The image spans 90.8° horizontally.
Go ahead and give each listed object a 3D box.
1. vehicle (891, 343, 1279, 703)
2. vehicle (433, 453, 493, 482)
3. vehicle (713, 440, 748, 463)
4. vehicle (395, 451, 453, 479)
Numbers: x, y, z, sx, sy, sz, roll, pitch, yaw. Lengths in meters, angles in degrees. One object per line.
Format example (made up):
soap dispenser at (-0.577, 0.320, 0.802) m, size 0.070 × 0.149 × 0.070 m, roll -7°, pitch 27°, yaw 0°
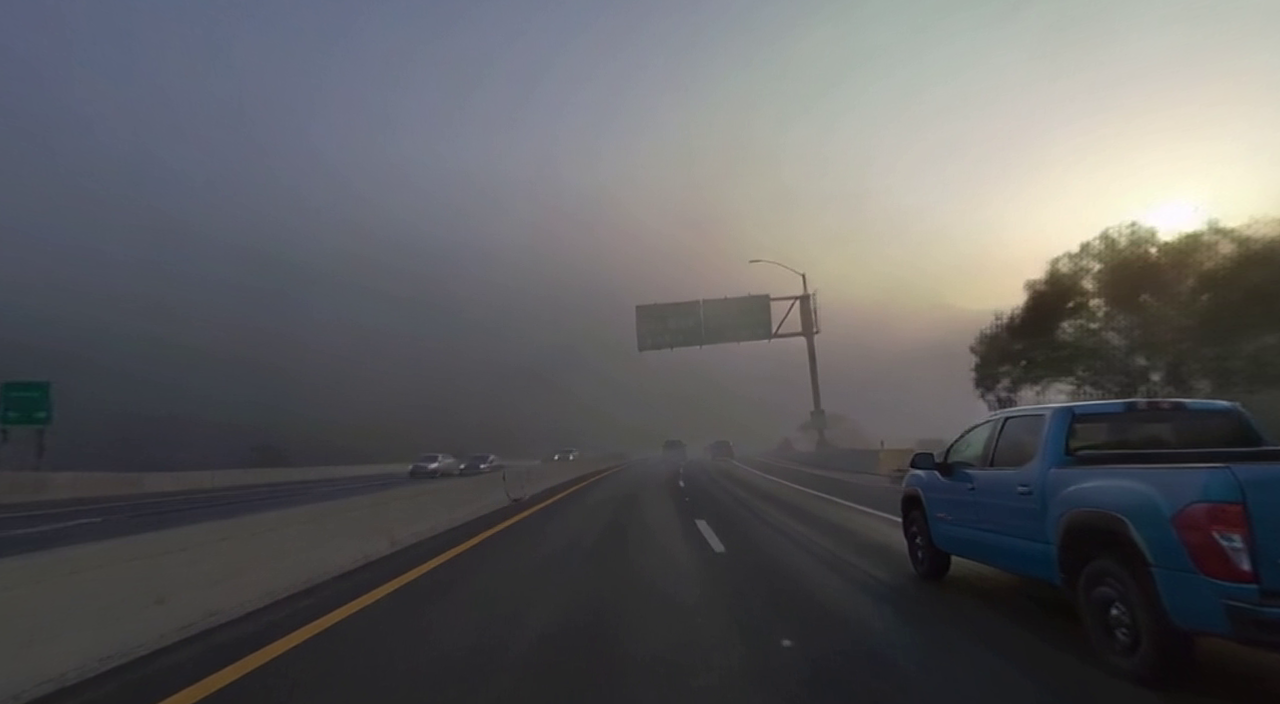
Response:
vehicle at (3.773, 1.090, 4.295) m, size 2.151 × 1.744 × 4.709 m, roll 0°, pitch -9°, yaw 0°
vehicle at (-9.770, 6.365, 35.213) m, size 1.845 × 1.453 × 4.531 m, roll -1°, pitch -9°, yaw 3°
vehicle at (6.684, 7.389, 46.985) m, size 2.249 × 1.635 × 4.118 m, roll -1°, pitch -9°, yaw 4°
vehicle at (-13.594, 7.124, 40.059) m, size 1.903 × 1.583 × 4.260 m, roll -1°, pitch -9°, yaw 4°
